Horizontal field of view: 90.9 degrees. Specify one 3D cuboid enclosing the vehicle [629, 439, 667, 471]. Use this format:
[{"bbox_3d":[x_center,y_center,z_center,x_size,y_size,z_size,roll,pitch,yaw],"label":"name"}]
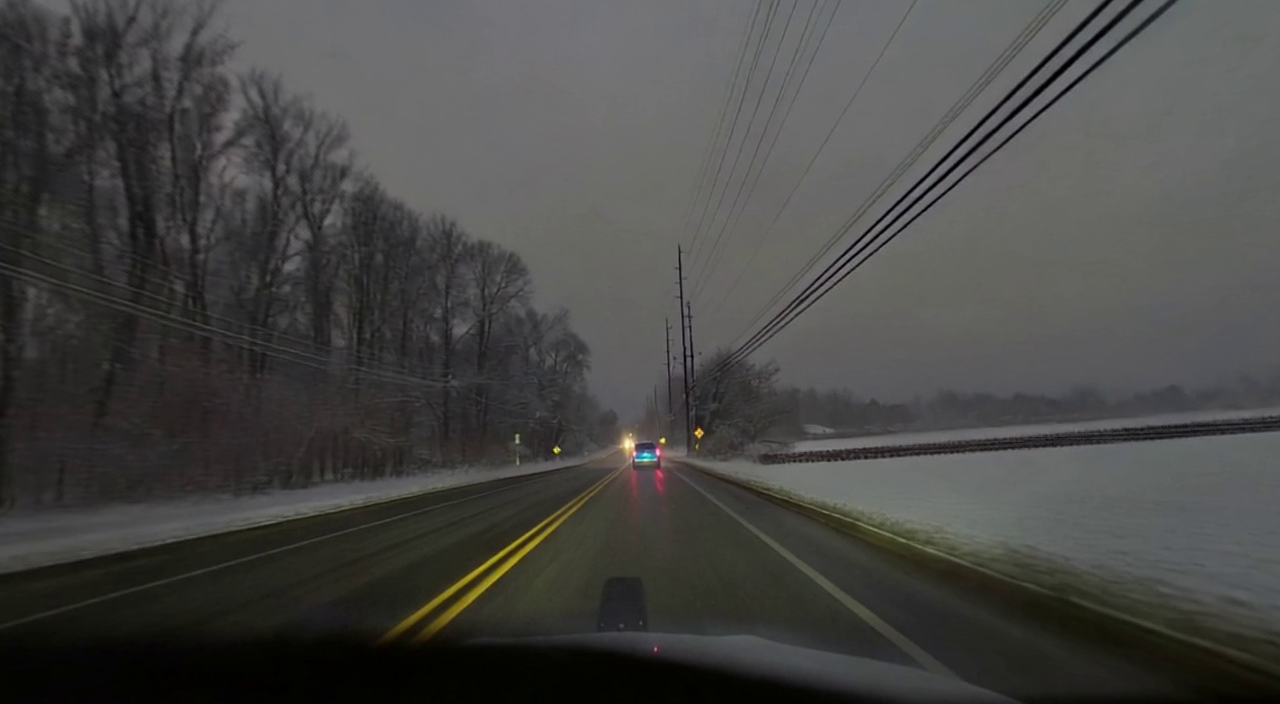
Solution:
[{"bbox_3d":[0.550,6.994,43.081,2.468,2.056,4.422,0,-8,0],"label":"vehicle"}]
